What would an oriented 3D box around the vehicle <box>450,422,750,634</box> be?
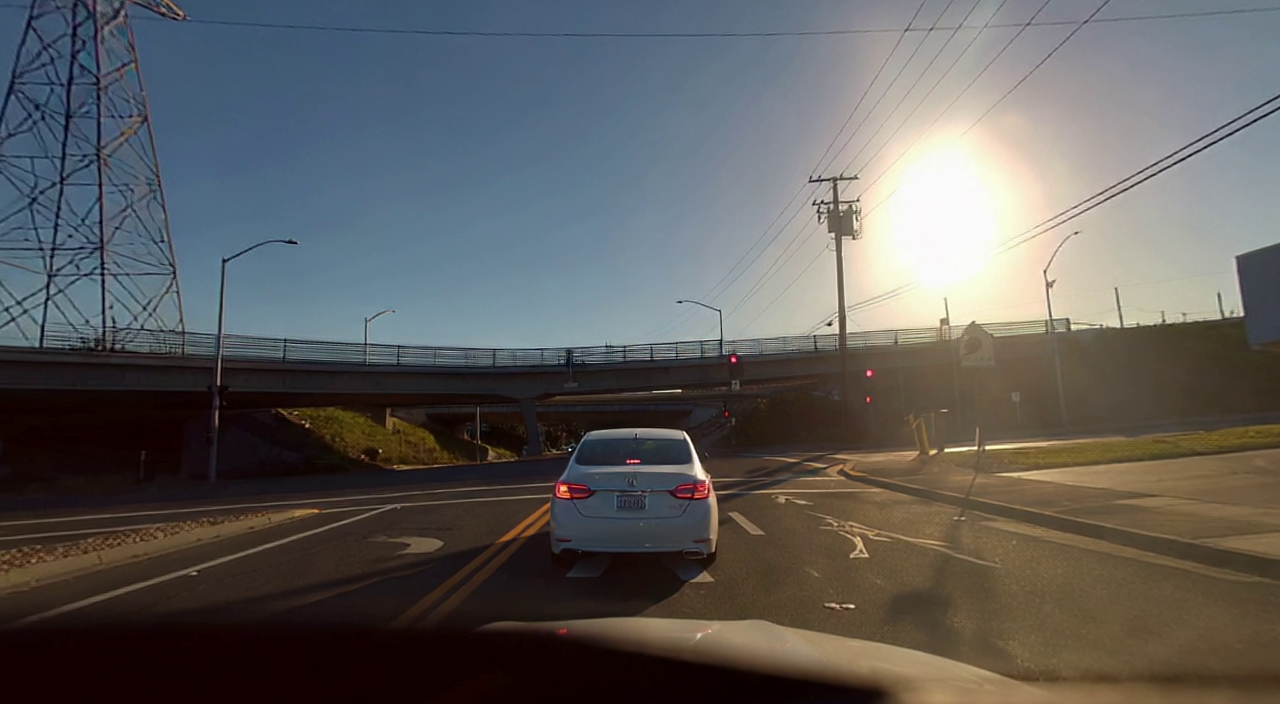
[{"bbox_3d":[-0.244,1.534,6.475,2.090,1.458,4.033,-1,-9,1],"label":"vehicle"}]
